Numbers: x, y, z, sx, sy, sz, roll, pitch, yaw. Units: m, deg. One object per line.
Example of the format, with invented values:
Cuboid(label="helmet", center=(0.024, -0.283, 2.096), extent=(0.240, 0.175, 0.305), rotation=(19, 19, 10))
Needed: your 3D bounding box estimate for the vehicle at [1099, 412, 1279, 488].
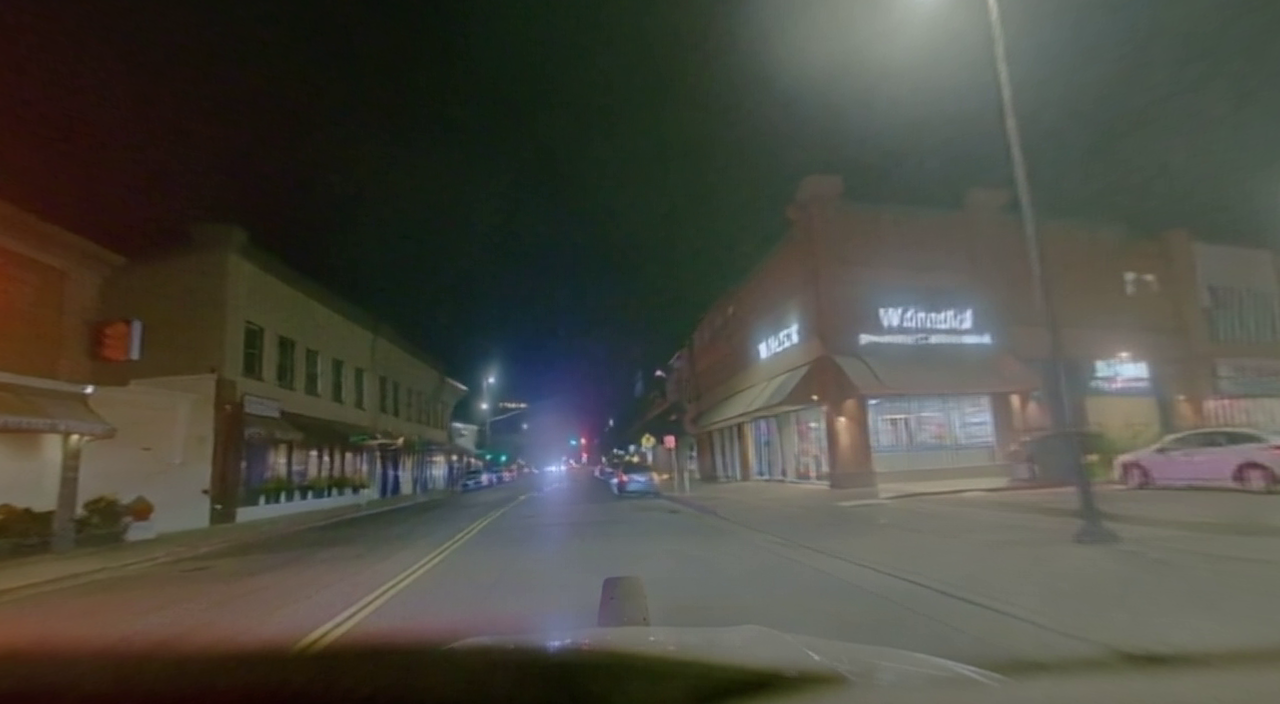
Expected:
Cuboid(label="vehicle", center=(14.216, 2.358, 15.017), extent=(1.869, 1.618, 4.814), rotation=(5, -12, -29))

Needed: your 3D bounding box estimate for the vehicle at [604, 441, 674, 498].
Cuboid(label="vehicle", center=(-0.167, 4.722, 25.431), extent=(2.150, 2.013, 4.748), rotation=(0, -10, -8))
